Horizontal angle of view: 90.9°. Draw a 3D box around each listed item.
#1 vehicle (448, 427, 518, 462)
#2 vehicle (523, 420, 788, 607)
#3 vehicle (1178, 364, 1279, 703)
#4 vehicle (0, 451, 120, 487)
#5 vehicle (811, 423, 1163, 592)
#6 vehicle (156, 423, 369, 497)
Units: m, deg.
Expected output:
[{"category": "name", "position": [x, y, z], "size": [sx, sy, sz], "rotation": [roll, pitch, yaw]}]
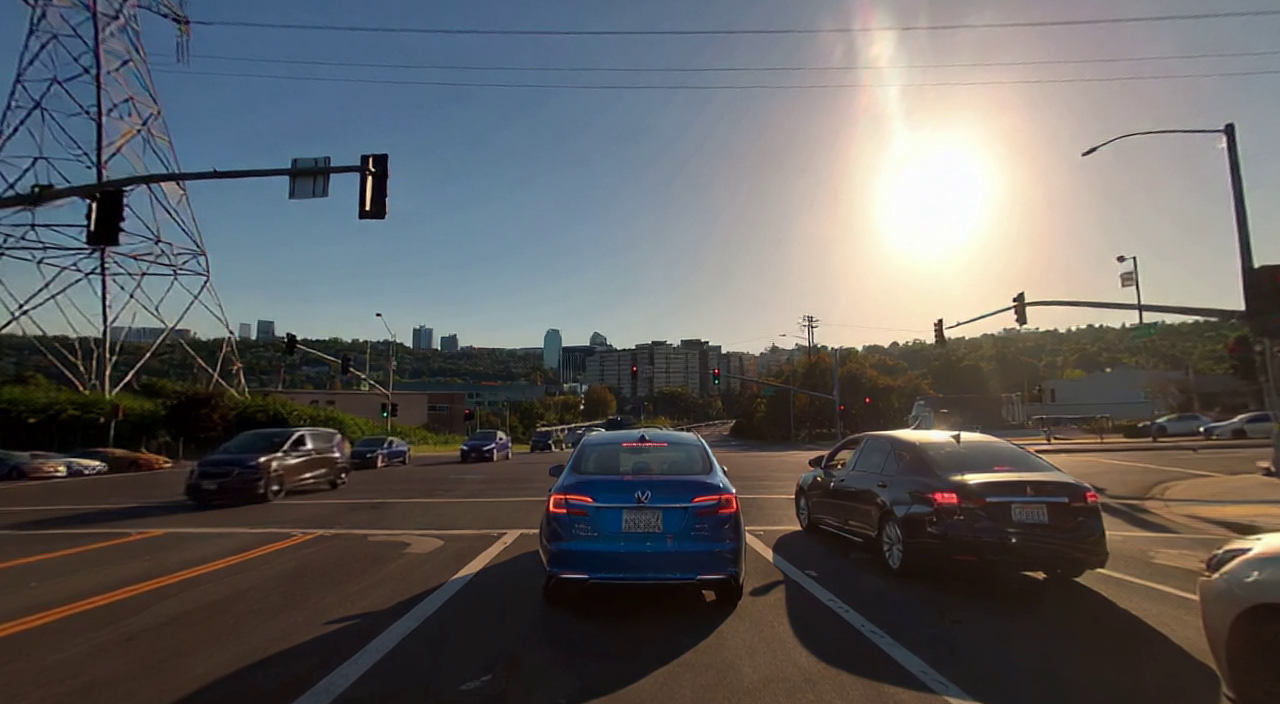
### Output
[{"category": "vehicle", "position": [-8.983, 5.390, 36.627], "size": [2.161, 1.818, 5.672], "rotation": [-1, -8, 5]}, {"category": "vehicle", "position": [0.110, 1.598, 7.131], "size": [2.117, 1.474, 4.036], "rotation": [0, -8, 0]}, {"category": "vehicle", "position": [3.406, 0.590, 0.630], "size": [1.926, 1.614, 4.330], "rotation": [0, -8, 1]}, {"category": "vehicle", "position": [-25.920, 5.114, 27.761], "size": [4.263, 1.464, 1.895], "rotation": [0, -8, -1]}, {"category": "vehicle", "position": [3.651, 1.685, 7.725], "size": [1.835, 1.473, 4.190], "rotation": [0, -8, -2]}, {"category": "vehicle", "position": [-10.065, 2.953, 17.609], "size": [2.269, 1.716, 5.700], "rotation": [-1, -8, 2]}]
